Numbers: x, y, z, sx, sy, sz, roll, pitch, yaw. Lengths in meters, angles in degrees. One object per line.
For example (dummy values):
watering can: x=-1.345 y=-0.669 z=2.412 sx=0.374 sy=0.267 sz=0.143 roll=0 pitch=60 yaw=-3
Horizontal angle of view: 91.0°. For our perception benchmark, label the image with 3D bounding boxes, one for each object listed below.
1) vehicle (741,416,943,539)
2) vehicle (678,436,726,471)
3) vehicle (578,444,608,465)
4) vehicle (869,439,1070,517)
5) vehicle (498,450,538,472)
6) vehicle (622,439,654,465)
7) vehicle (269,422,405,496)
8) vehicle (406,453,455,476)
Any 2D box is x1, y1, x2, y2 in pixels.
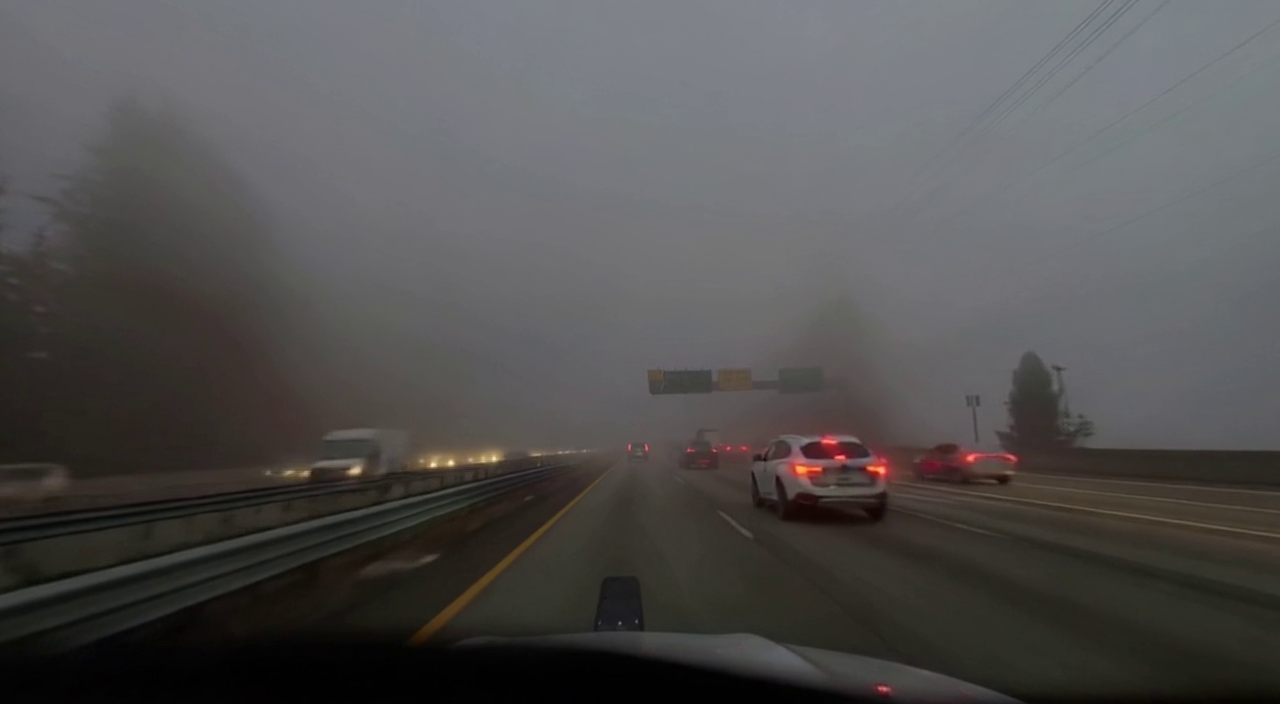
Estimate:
vehicle: x=3.280 y=2.142 z=11.381 sx=2.111 sy=1.755 sz=4.459 roll=0 pitch=-8 yaw=-1
vehicle: x=3.514 y=5.834 z=36.421 sx=2.095 sy=1.886 sz=4.727 roll=0 pitch=-8 yaw=-2
vehicle: x=-3.687 y=8.069 z=49.776 sx=2.051 sy=1.510 sz=4.373 roll=0 pitch=-8 yaw=0
vehicle: x=6.951 y=2.679 z=13.973 sx=1.992 sy=1.431 sz=4.506 roll=0 pitch=-8 yaw=0
vehicle: x=-8.632 y=7.715 z=44.853 sx=1.951 sy=1.443 sz=4.201 roll=0 pitch=-8 yaw=2
vehicle: x=-0.156 y=7.504 z=47.264 sx=2.314 sy=1.796 sz=4.254 roll=0 pitch=-8 yaw=-1
vehicle: x=-11.630 y=4.154 z=24.846 sx=2.385 sy=2.547 sz=5.968 roll=0 pitch=-8 yaw=0
vehicle: x=-14.912 y=7.993 z=45.092 sx=1.887 sy=1.489 sz=4.698 roll=0 pitch=-9 yaw=0
